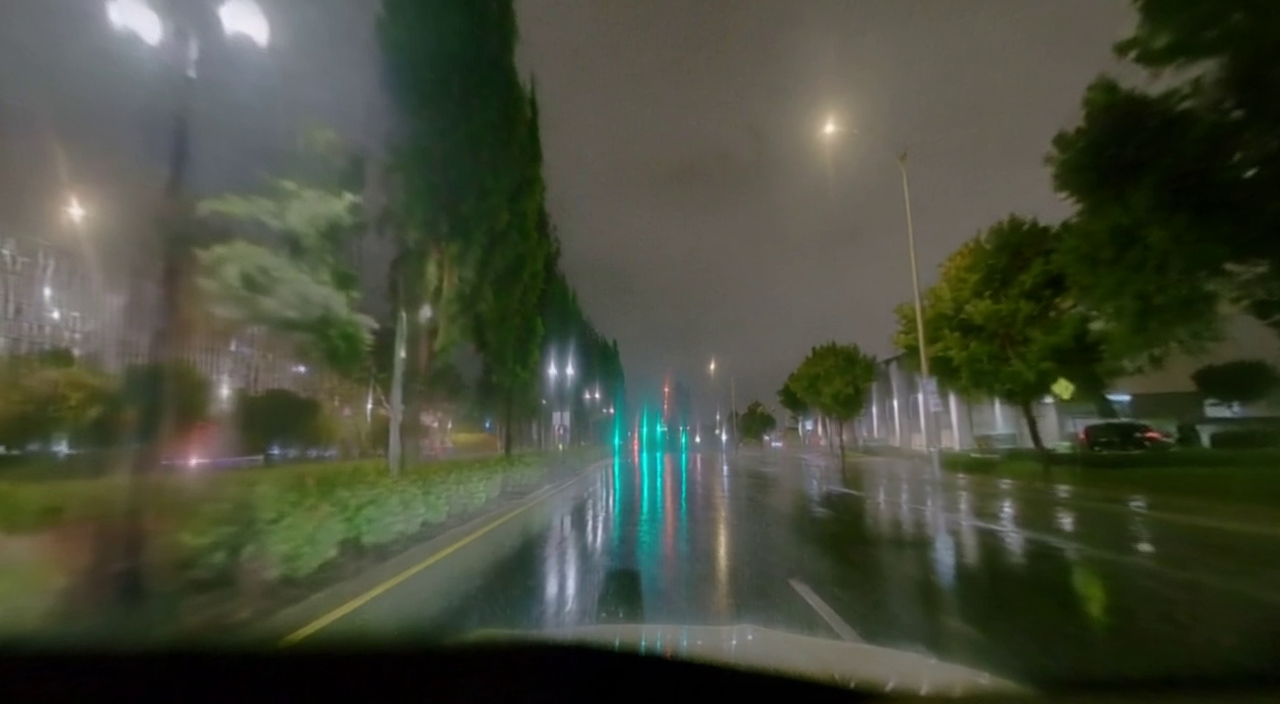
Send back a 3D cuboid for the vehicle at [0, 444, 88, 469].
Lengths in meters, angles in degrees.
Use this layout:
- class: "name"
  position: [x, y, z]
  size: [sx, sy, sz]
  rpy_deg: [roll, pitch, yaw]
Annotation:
- class: "vehicle"
  position: [-38.611, 6.771, 41.085]
  size: [1.913, 1.545, 4.055]
  rpy_deg: [1, -8, -4]
